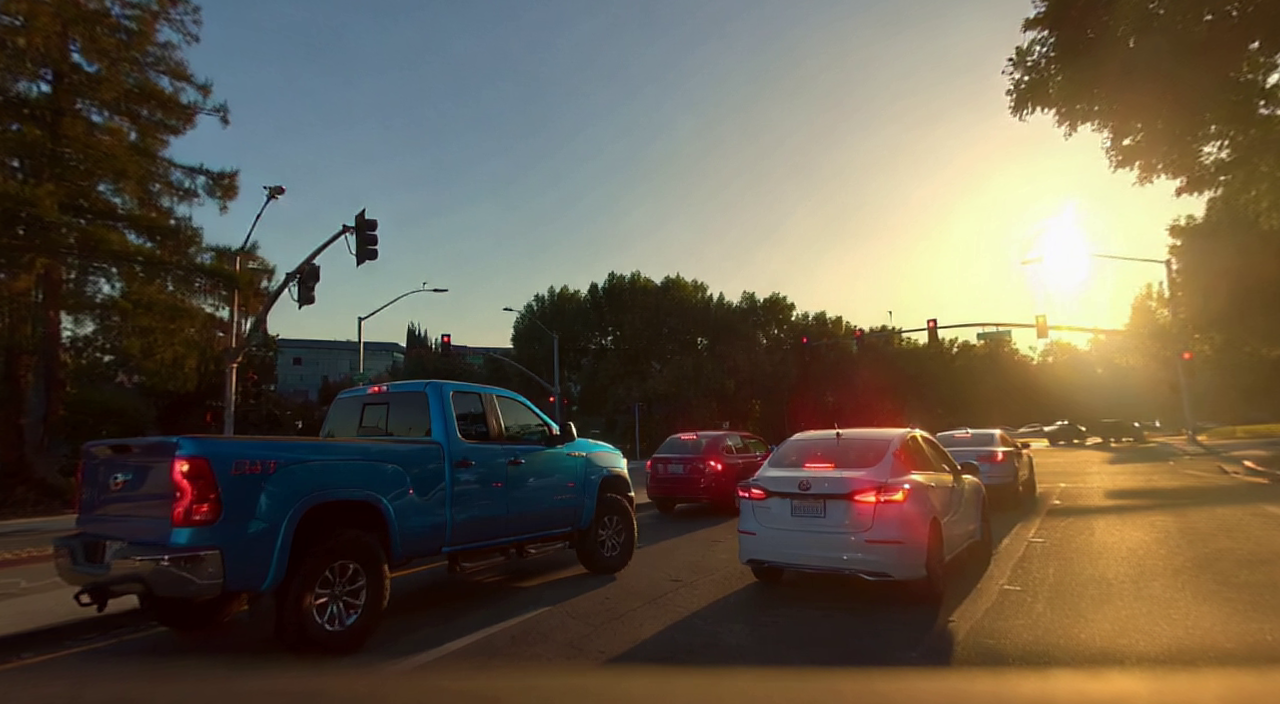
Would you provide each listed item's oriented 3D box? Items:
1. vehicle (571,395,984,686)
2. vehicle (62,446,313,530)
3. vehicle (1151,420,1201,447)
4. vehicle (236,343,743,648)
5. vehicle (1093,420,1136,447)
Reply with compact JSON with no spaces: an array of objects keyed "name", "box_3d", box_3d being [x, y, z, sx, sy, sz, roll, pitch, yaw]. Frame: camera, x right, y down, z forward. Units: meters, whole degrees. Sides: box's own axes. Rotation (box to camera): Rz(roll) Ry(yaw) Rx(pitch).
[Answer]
[{"name":"vehicle","box_3d":[1.721,1.383,5.989,2.027,1.549,4.801,-6,-10,35]},{"name":"vehicle","box_3d":[-11.171,3.269,15.987,1.936,1.756,4.649,-6,-10,34]},{"name":"vehicle","box_3d":[35.764,5.478,42.200,2.183,1.714,4.491,-7,-11,37]},{"name":"vehicle","box_3d":[-0.876,1.411,7.479,2.272,2.016,6.146,-4,-9,27]},{"name":"vehicle","box_3d":[32.795,5.674,43.730,2.160,1.790,4.303,-6,-10,35]}]
